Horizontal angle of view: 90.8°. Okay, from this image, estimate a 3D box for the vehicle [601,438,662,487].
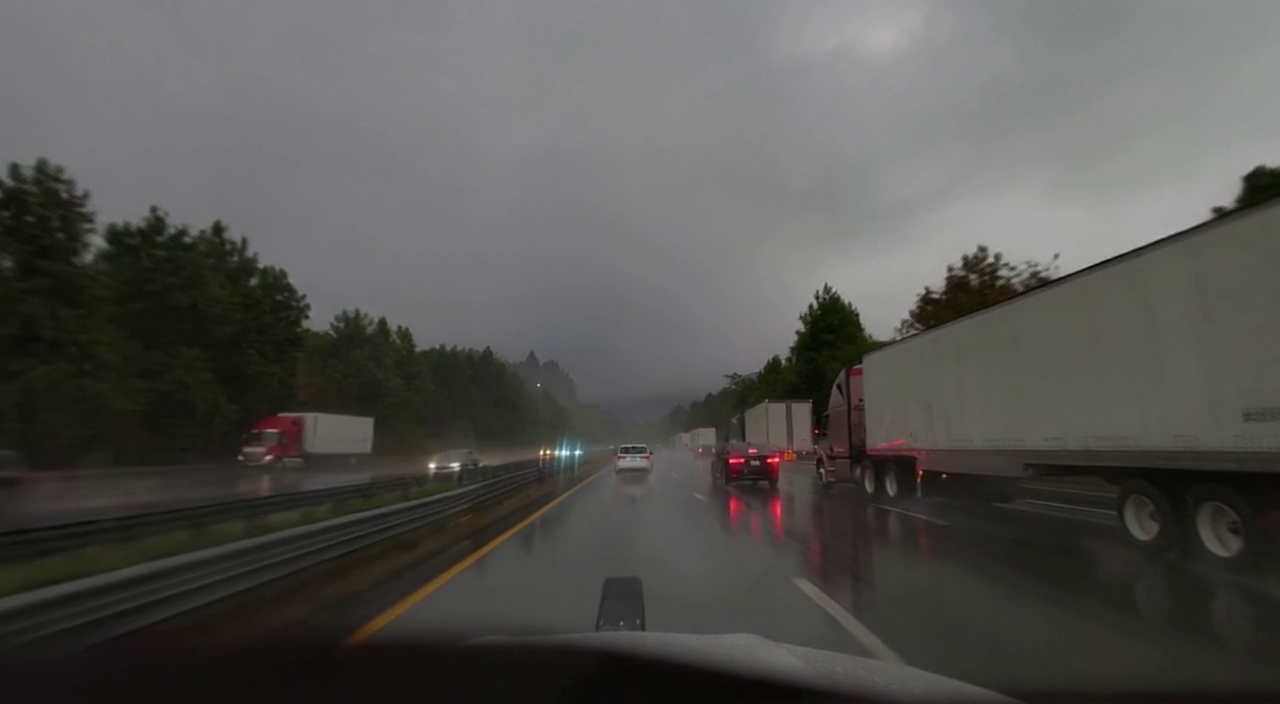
[{"bbox_3d":[-0.272,3.980,22.892,2.023,1.618,3.628,0,-9,0],"label":"vehicle"}]

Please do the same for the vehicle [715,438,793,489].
[{"bbox_3d":[3.799,3.801,21.762,1.920,1.594,3.867,0,-9,0],"label":"vehicle"}]

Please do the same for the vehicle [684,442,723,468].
[{"bbox_3d":[4.225,6.933,42.483,2.150,1.632,4.260,0,-9,0],"label":"vehicle"}]

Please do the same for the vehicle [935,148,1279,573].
[{"bbox_3d":[7.604,0.487,8.727,2.823,4.063,8.485,0,-9,0],"label":"vehicle"}]

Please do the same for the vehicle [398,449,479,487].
[{"bbox_3d":[-8.040,4.644,25.550,2.002,1.433,3.694,0,-9,2],"label":"vehicle"}]

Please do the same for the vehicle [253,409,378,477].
[{"bbox_3d":[-19.178,5.541,38.048,2.870,3.622,8.269,0,-9,2],"label":"vehicle"}]
